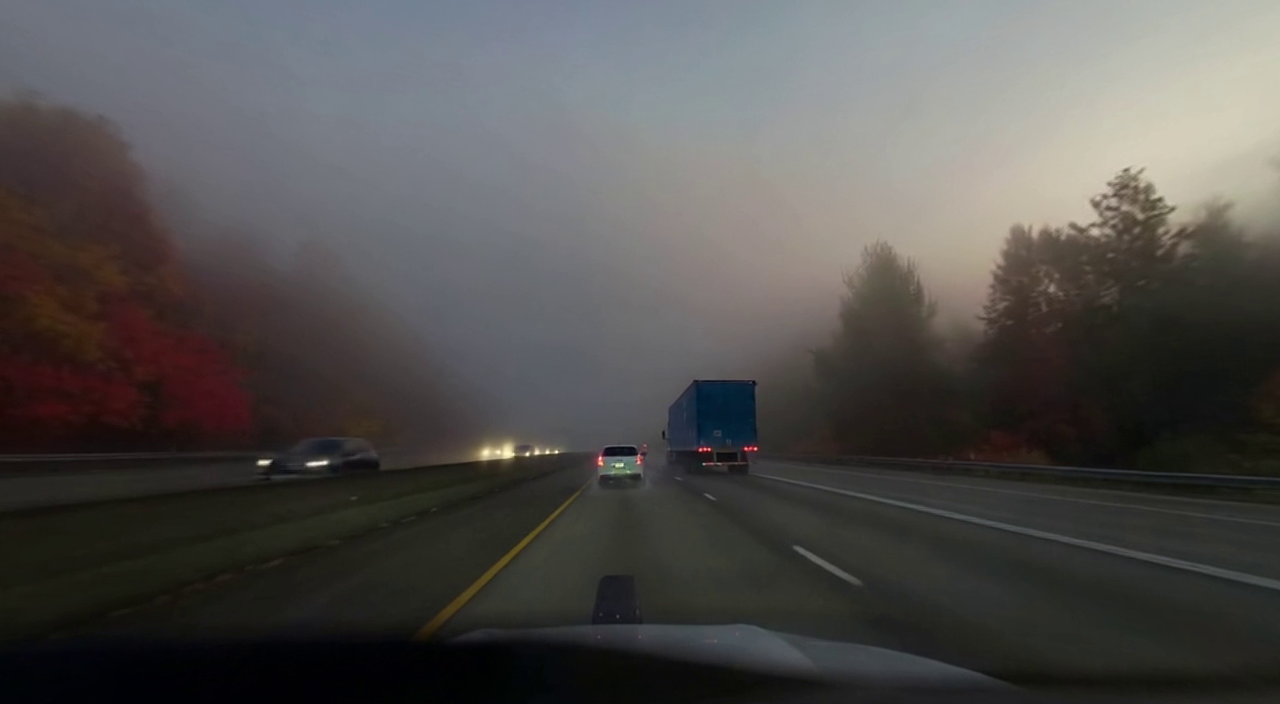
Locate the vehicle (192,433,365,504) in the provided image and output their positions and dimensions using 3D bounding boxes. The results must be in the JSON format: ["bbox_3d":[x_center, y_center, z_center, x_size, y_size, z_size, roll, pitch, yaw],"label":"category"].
[{"bbox_3d":[-8.956,2.928,16.059,1.920,1.541,4.248,-1,-9,0],"label":"vehicle"}]

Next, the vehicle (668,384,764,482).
[{"bbox_3d":[3.440,4.462,33.089,2.900,4.013,14.455,0,-9,-1],"label":"vehicle"}]

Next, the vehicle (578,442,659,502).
[{"bbox_3d":[-0.591,3.437,18.283,2.099,1.506,4.097,-1,-9,-1],"label":"vehicle"}]
